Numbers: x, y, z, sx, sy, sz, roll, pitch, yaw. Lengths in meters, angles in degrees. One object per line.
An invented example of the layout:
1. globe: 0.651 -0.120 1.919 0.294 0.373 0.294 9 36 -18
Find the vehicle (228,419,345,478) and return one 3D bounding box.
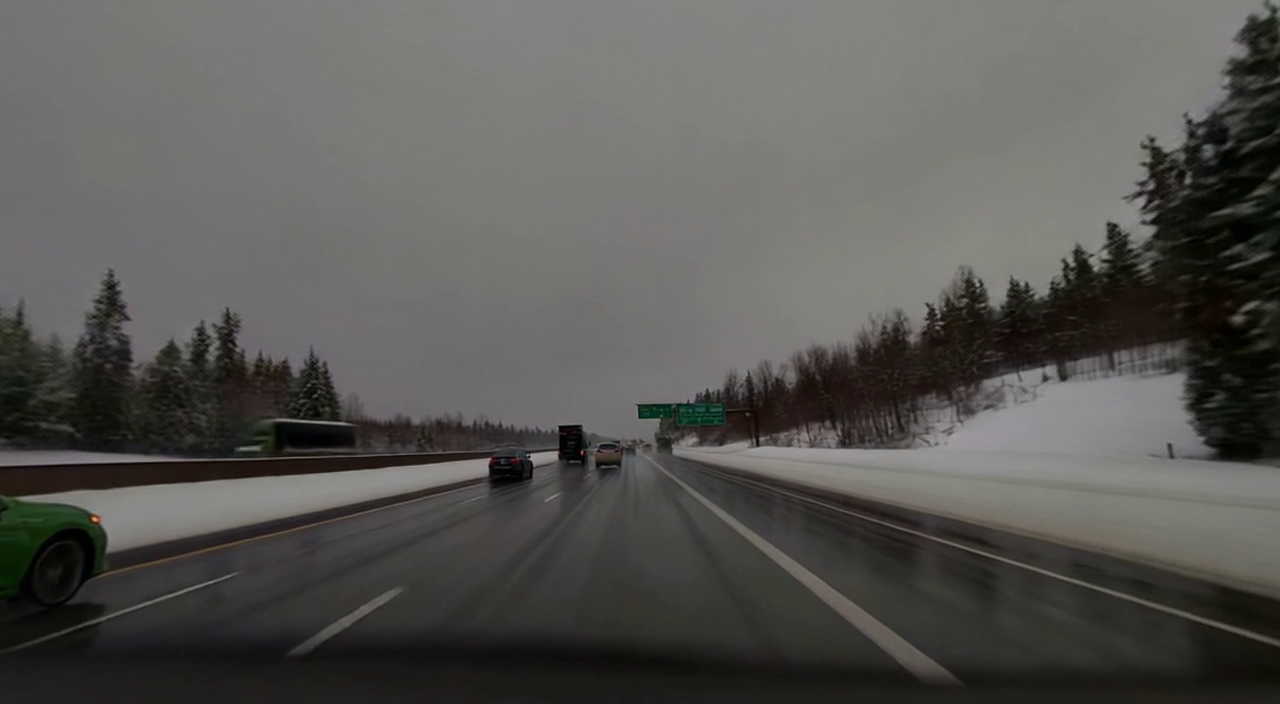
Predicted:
1. vehicle: -17.515 4.840 31.643 2.546 2.647 5.845 0 -9 -1

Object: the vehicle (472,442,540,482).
1. vehicle: -5.415 4.485 25.908 1.892 1.481 4.180 0 -9 0

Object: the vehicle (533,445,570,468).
1. vehicle: -5.735 6.831 41.116 1.814 1.417 3.860 0 -9 0

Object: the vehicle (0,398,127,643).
1. vehicle: -5.284 0.960 3.106 2.058 1.626 4.118 0 -9 -2

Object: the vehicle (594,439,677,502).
1. vehicle: -0.143 3.066 16.568 1.940 1.451 3.512 0 -9 -1
